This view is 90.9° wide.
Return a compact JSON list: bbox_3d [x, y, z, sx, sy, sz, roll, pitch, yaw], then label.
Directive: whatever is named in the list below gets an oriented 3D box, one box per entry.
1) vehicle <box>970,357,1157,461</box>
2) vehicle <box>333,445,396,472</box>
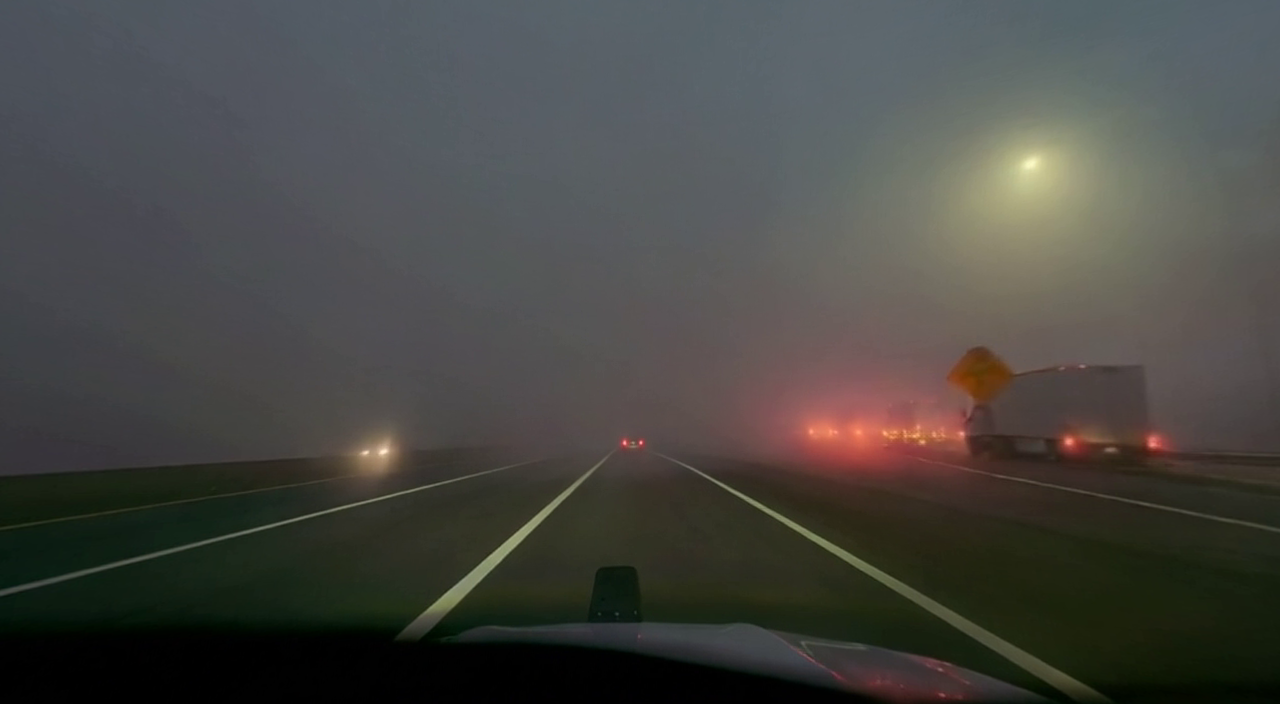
[{"bbox_3d":[20.233,3.170,31.716,3.187,4.063,13.741,-2,-8,14],"label":"vehicle"},{"bbox_3d":[-16.392,6.329,37.772,1.792,1.439,4.421,0,-8,0],"label":"vehicle"}]
